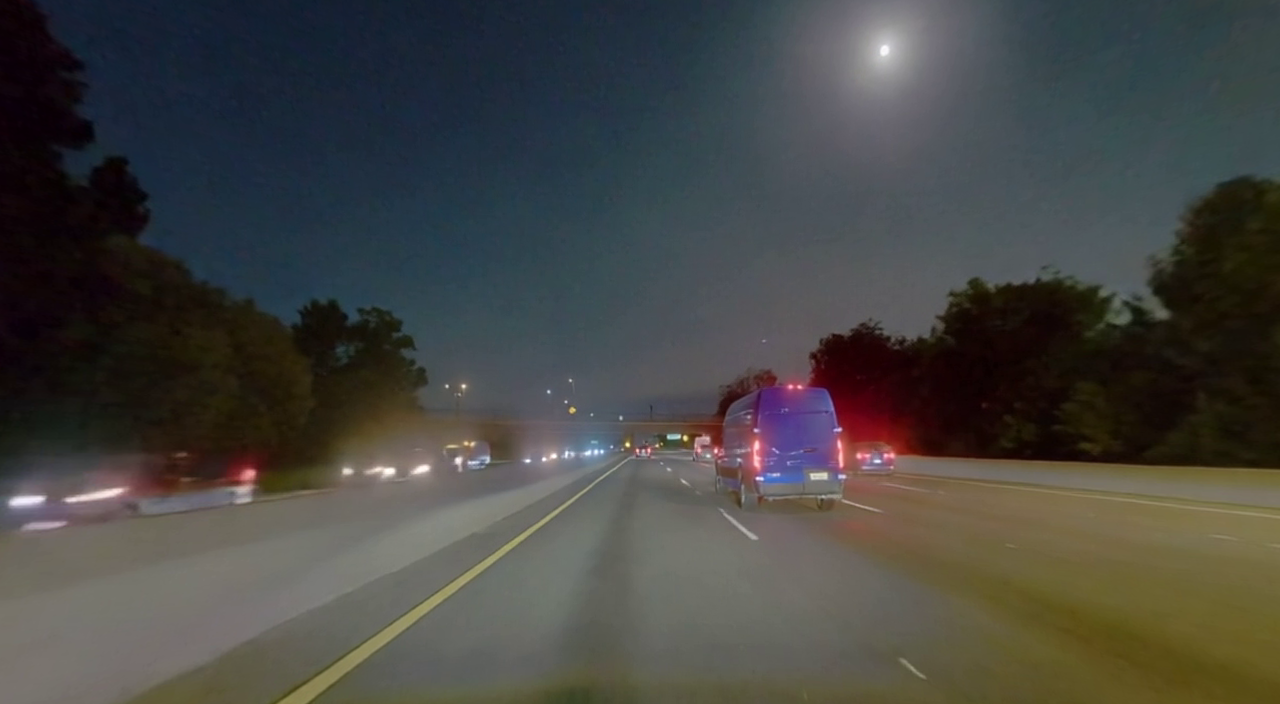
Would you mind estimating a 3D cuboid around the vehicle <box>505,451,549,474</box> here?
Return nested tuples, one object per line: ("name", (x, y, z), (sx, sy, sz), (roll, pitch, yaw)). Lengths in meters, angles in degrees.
("vehicle", (-7.575, 7.444, 42.819), (1.932, 1.381, 5.404), (-1, -9, 1))

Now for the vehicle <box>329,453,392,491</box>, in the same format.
("vehicle", (-15.254, 6.546, 34.612), (1.912, 1.893, 3.151), (-1, -9, 1))

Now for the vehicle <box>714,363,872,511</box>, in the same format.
("vehicle", (3.692, 2.346, 17.119), (2.460, 3.155, 6.902), (0, -9, 0))

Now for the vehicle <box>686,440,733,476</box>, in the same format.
("vehicle", (3.623, 5.596, 33.511), (2.009, 1.731, 4.149), (0, -9, 0))
